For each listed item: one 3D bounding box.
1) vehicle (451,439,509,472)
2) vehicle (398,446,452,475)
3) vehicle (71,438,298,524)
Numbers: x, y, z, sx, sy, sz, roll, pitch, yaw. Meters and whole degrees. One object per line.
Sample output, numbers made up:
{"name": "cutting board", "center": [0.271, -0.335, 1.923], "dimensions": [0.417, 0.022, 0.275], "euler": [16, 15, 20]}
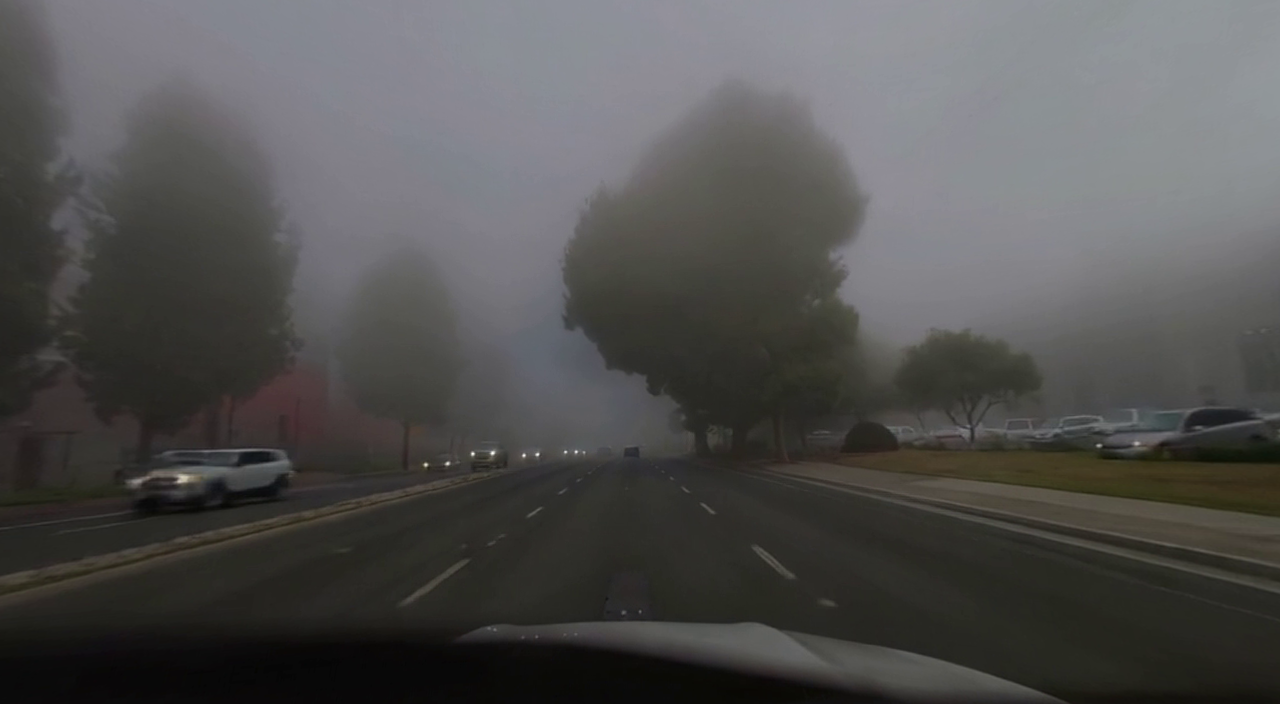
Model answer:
{"name": "vehicle", "center": [-10.280, 6.683, 41.125], "dimensions": [2.197, 1.961, 5.695], "euler": [-1, -9, 1]}
{"name": "vehicle", "center": [-13.596, 6.867, 40.255], "dimensions": [1.918, 1.679, 4.213], "euler": [0, -9, 1]}
{"name": "vehicle", "center": [-10.510, 2.974, 15.160], "dimensions": [2.025, 1.704, 4.523], "euler": [0, -9, 1]}
